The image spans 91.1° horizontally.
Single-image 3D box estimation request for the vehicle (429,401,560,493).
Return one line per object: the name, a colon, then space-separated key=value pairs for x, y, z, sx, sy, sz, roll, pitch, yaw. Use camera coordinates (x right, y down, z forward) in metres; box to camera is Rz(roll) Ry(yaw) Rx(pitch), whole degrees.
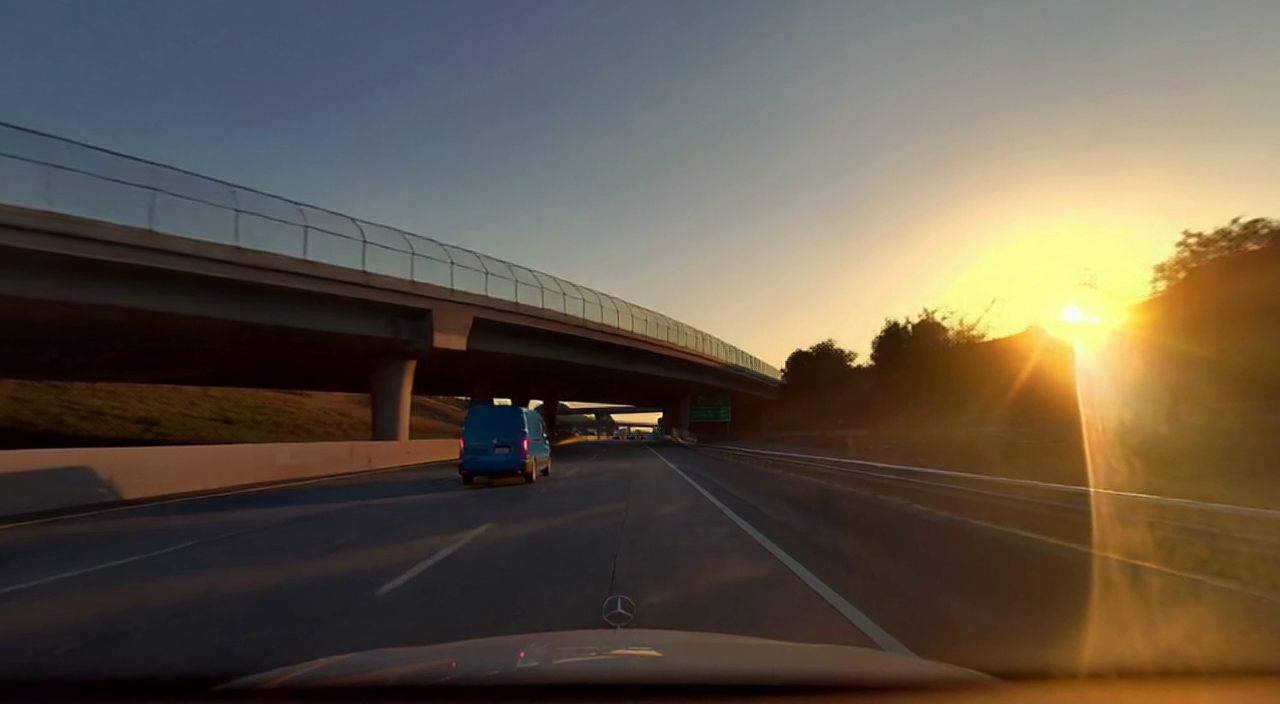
vehicle: x=-3.595 y=2.461 z=16.649 sx=2.309 sy=2.053 sz=4.884 roll=0 pitch=-8 yaw=0
